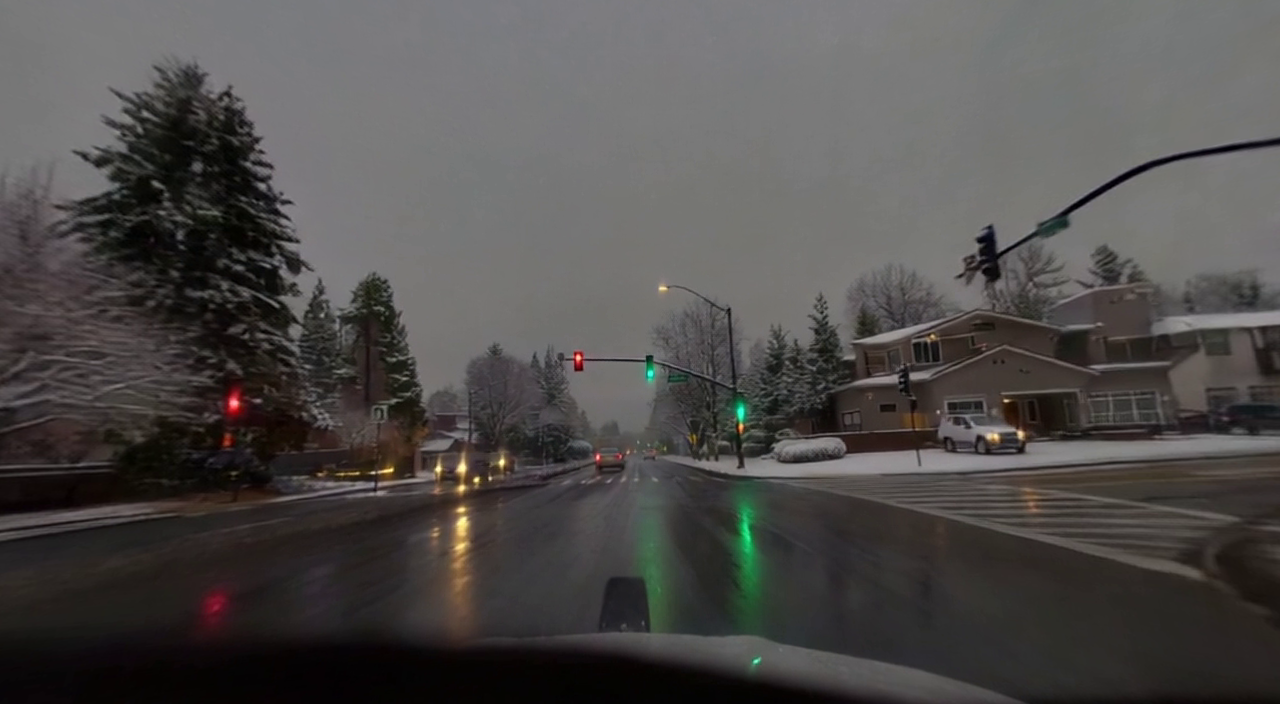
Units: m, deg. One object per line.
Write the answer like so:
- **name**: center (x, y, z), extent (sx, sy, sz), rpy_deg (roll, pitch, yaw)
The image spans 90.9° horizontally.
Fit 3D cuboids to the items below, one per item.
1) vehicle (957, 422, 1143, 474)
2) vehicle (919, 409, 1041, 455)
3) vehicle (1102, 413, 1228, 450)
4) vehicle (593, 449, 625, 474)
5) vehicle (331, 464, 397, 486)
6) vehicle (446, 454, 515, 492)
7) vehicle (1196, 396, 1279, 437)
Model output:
- **vehicle**: center (13.095, 3.103, 20.325), extent (4.665, 1.498, 1.866), rpy_deg (-1, -9, -3)
- **vehicle**: center (16.574, 3.956, 30.941), extent (4.656, 2.065, 2.129), rpy_deg (-2, -9, 2)
- **vehicle**: center (25.705, 3.874, 31.121), extent (1.833, 1.486, 4.890), rpy_deg (-4, -5, -3)
- **vehicle**: center (-2.314, 8.183, 47.411), extent (2.084, 1.701, 4.734), rpy_deg (-1, -9, 1)
- **vehicle**: center (-19.455, 8.647, 44.506), extent (3.819, 1.403, 1.812), rpy_deg (-1, -9, -1)
- **vehicle**: center (-7.541, 5.737, 30.284), extent (2.122, 1.602, 4.369), rpy_deg (-1, -9, 1)
- **vehicle**: center (32.079, 3.428, 32.858), extent (2.062, 1.859, 4.246), rpy_deg (0, -9, -2)
